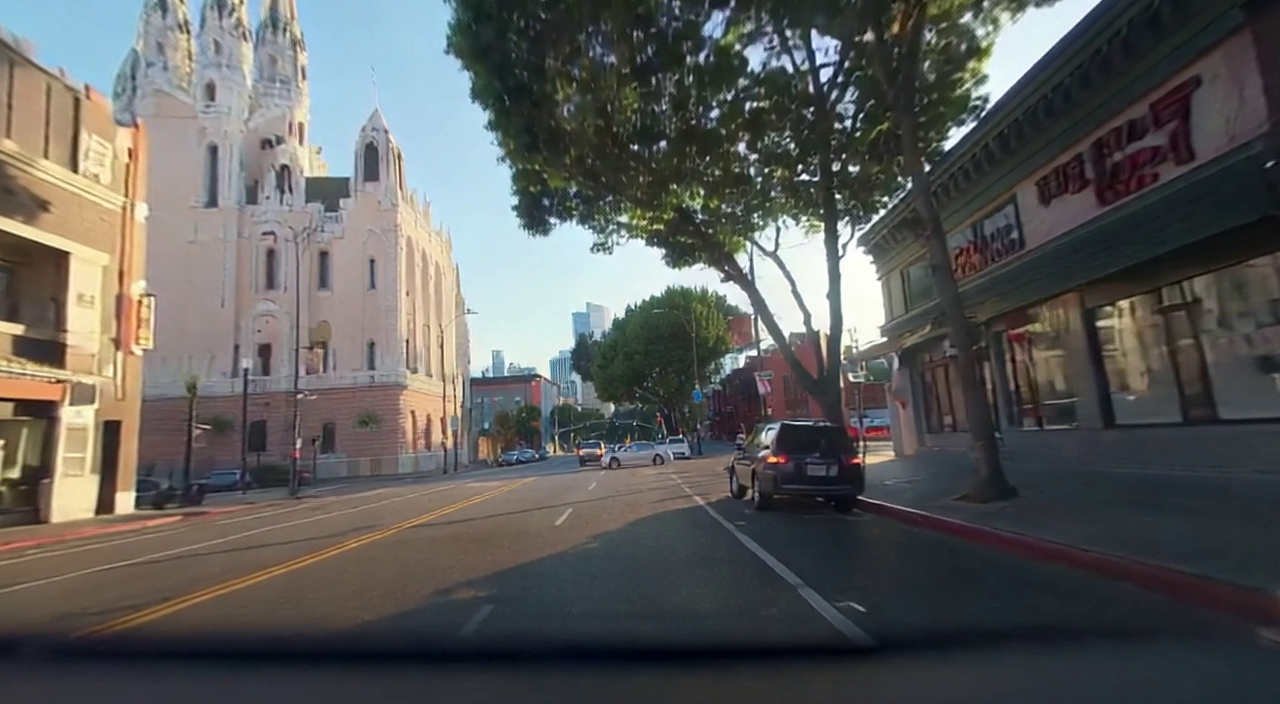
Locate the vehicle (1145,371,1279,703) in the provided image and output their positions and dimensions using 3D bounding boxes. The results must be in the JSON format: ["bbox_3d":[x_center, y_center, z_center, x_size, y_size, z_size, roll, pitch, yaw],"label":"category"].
[{"bbox_3d":[3.420,0.698,0.582,1.963,1.862,4.724,-3,-8,1],"label":"vehicle"}]

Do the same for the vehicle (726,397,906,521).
[{"bbox_3d":[3.319,2.202,13.407,2.269,2.046,5.649,0,-8,1],"label":"vehicle"}]

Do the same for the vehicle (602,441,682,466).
[{"bbox_3d":[0.117,6.292,39.198,4.620,1.476,1.881,5,-10,-29],"label":"vehicle"}]
